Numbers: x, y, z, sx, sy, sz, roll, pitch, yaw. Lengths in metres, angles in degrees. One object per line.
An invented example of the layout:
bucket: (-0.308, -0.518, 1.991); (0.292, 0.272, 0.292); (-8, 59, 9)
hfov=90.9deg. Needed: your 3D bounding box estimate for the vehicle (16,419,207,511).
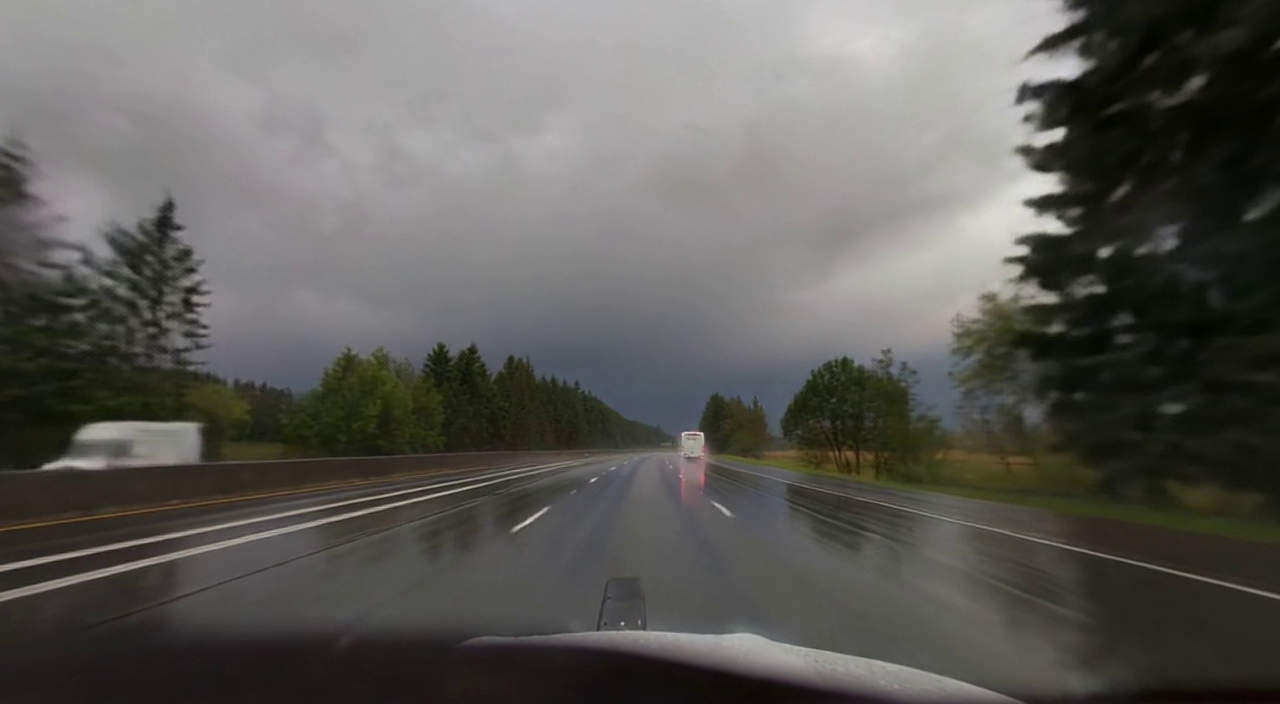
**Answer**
vehicle: (-20.029, 4.288, 24.394); (2.412, 3.107, 5.502); (0, -9, 1)
